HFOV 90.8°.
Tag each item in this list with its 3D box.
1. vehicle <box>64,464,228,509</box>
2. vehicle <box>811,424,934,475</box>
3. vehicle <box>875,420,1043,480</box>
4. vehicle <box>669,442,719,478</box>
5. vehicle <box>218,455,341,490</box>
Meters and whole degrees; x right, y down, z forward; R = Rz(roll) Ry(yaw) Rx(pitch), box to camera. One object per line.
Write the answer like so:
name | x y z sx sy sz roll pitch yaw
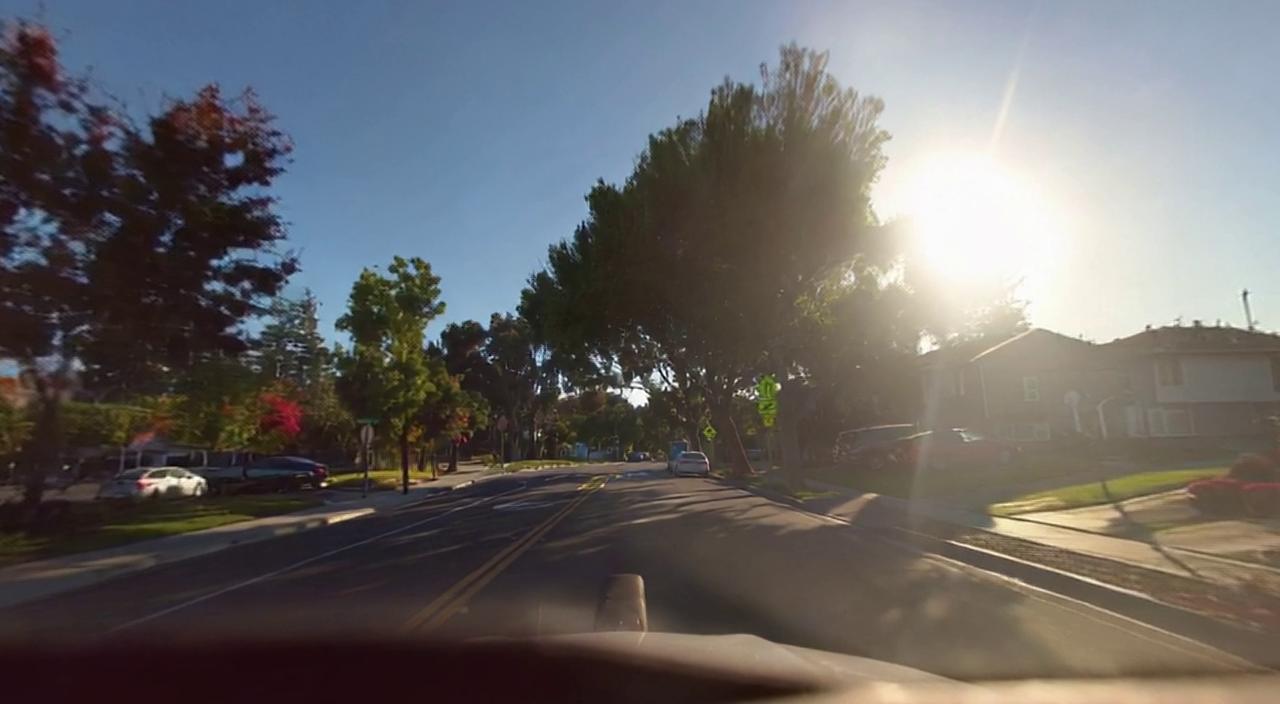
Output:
vehicle | -19.008 5.120 24.474 4.691 1.483 1.955 9 -13 -44
vehicle | 10.394 4.400 28.530 4.653 1.979 1.998 -3 -9 0
vehicle | 11.064 3.466 22.201 4.750 1.658 1.902 -4 -11 0
vehicle | 2.965 6.150 36.100 2.221 1.892 5.555 0 -9 -1
vehicle | -19.689 6.555 34.713 2.059 1.746 5.388 -9 -13 42
